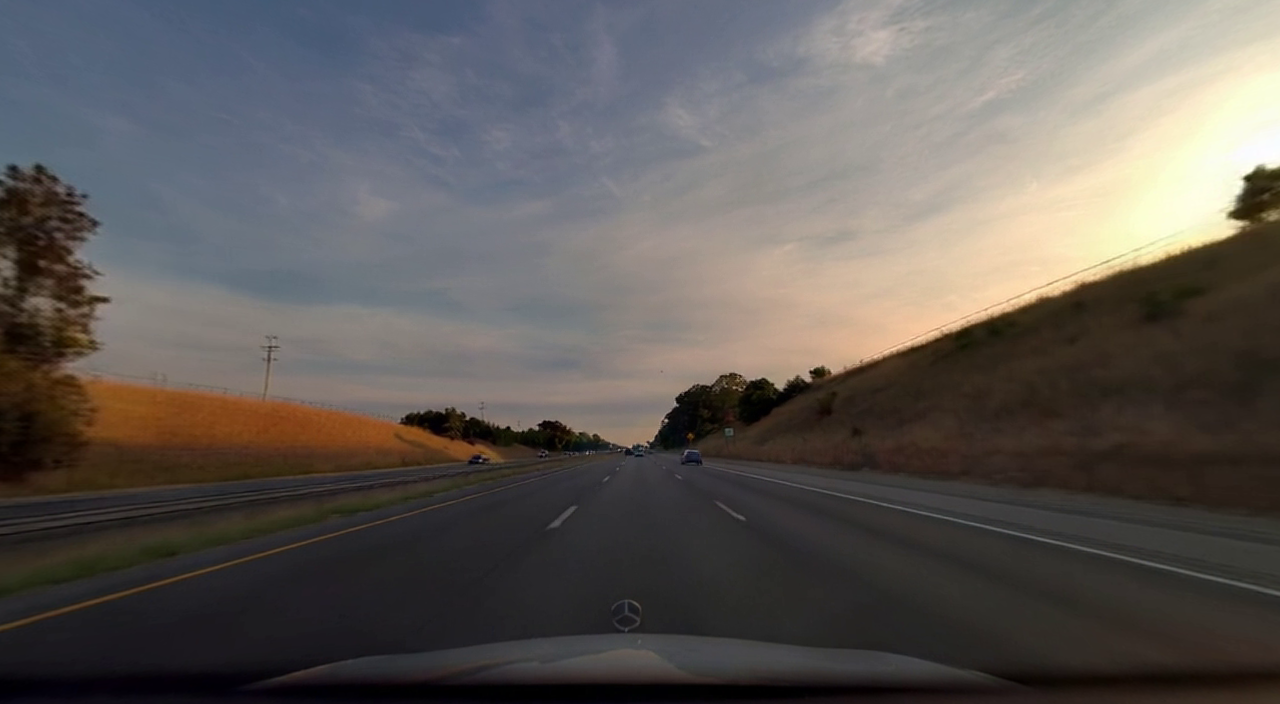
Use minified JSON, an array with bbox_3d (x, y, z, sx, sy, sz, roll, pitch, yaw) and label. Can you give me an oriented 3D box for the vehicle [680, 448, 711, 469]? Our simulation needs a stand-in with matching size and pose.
[{"bbox_3d":[4.185,8.134,48.358,1.934,1.498,3.838,0,-9,-2],"label":"vehicle"}]
